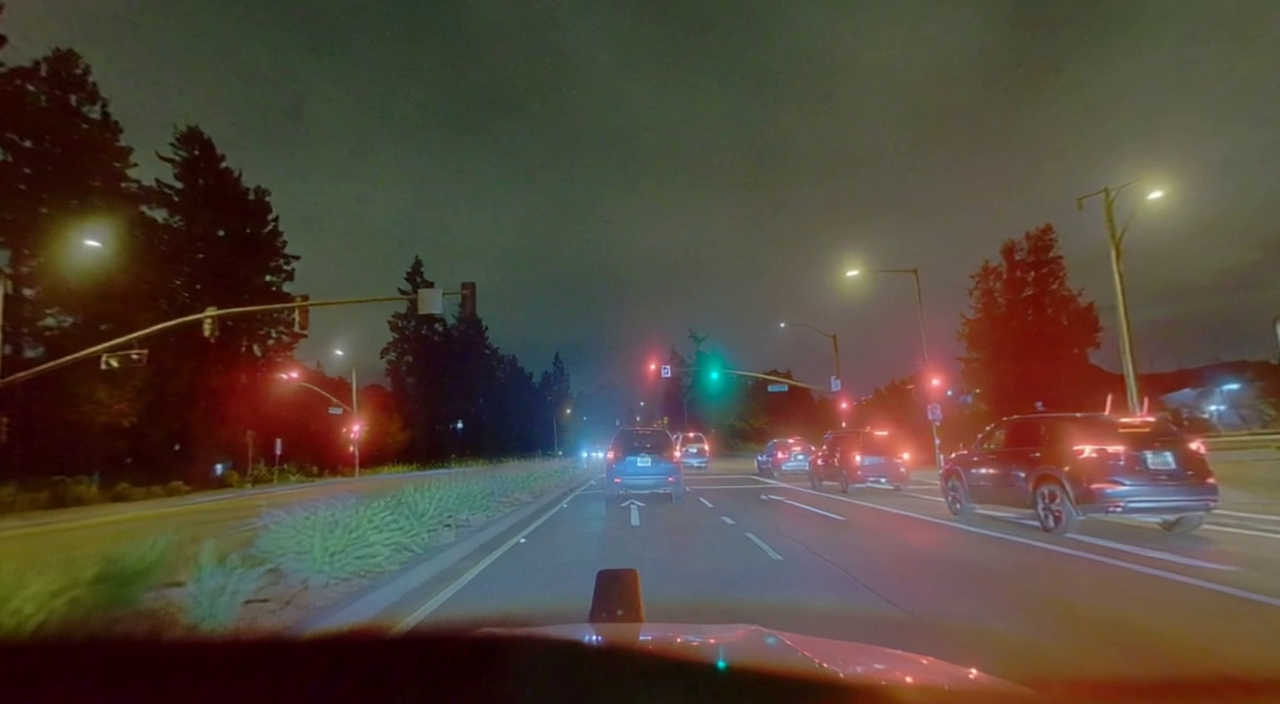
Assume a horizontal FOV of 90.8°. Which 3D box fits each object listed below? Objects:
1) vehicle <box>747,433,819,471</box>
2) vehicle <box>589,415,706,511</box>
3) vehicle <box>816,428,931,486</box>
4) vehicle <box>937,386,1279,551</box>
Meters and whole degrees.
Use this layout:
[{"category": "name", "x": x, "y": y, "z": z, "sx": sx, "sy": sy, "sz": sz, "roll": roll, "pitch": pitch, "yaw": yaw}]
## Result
[{"category": "vehicle", "x": 7.155, "y": 5.075, "z": 32.298, "sx": 2.440, "sy": 1.775, "sz": 4.791, "roll": 0, "pitch": -9, "yaw": -2}, {"category": "vehicle", "x": 0.113, "y": 2.535, "z": 14.788, "sx": 2.353, "sy": 1.894, "sz": 4.122, "roll": 0, "pitch": -9, "yaw": -1}, {"category": "vehicle", "x": 7.283, "y": 3.331, "z": 20.225, "sx": 2.025, "sy": 1.642, "sz": 4.189, "roll": 0, "pitch": -9, "yaw": 0}, {"category": "vehicle", "x": 7.120, "y": 1.734, "z": 9.966, "sx": 2.251, "sy": 1.873, "sz": 5.346, "roll": 0, "pitch": -9, "yaw": 0}]
